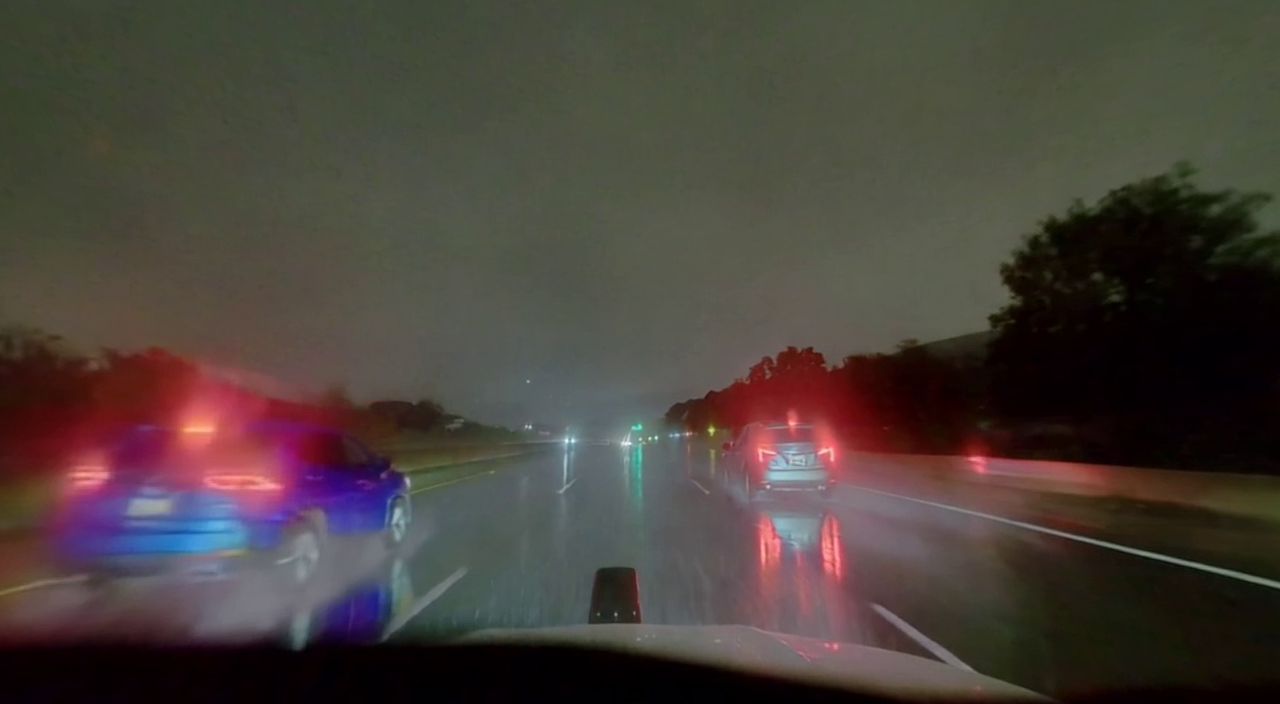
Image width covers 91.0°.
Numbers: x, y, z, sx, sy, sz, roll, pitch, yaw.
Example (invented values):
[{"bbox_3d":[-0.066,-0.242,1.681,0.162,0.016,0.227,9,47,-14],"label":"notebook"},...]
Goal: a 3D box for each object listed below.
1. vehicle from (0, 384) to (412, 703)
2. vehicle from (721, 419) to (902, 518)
[{"bbox_3d":[-3.700,1.256,4.962,2.206,1.604,4.374,0,-8,-1],"label":"vehicle"},{"bbox_3d":[3.176,2.274,12.801,2.349,1.651,4.161,0,-8,-2],"label":"vehicle"}]
